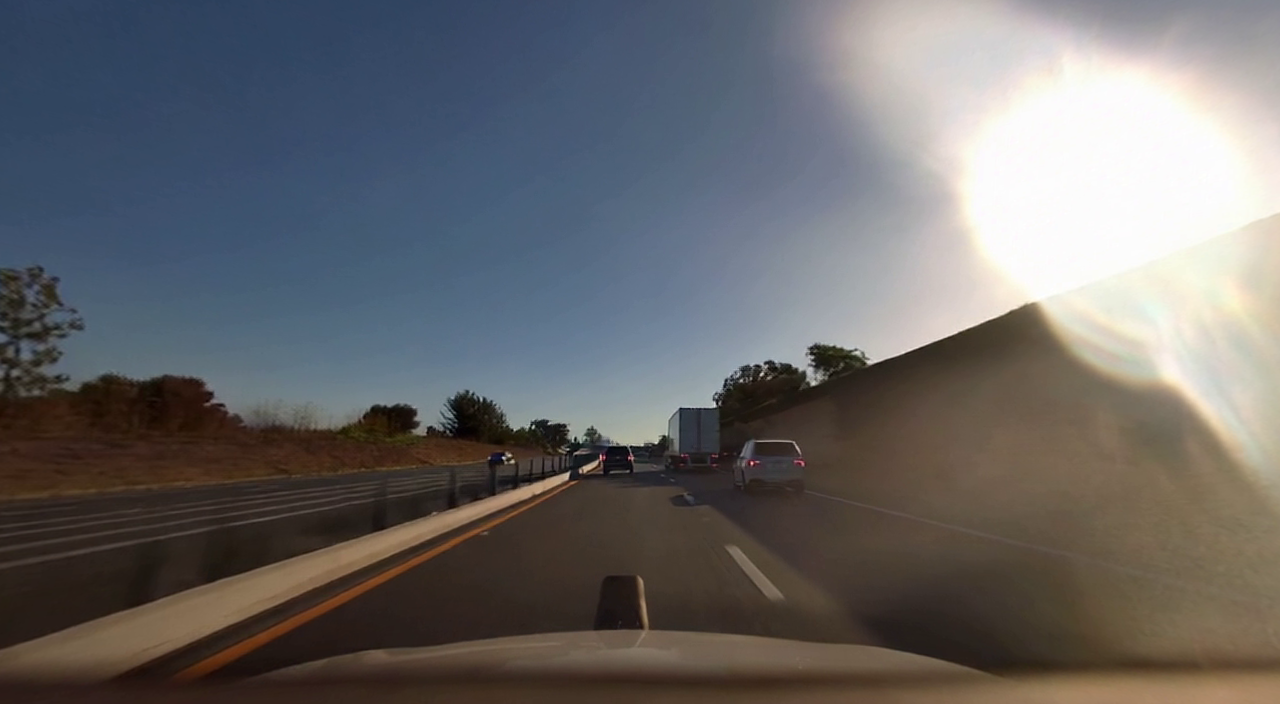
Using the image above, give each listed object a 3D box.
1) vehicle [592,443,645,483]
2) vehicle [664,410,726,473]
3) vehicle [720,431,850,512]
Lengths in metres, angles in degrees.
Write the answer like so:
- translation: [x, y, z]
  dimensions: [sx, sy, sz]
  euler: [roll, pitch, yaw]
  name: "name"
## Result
- translation: [-0.915, 4.971, 28.358]
  dimensions: [2.181, 1.653, 4.691]
  euler: [0, -9, 0]
  name: "vehicle"
- translation: [3.559, 6.297, 43.833]
  dimensions: [3.143, 3.880, 10.117]
  euler: [0, -9, -2]
  name: "vehicle"
- translation: [3.385, 2.907, 15.665]
  dimensions: [2.230, 1.715, 4.243]
  euler: [0, -9, 0]
  name: "vehicle"
